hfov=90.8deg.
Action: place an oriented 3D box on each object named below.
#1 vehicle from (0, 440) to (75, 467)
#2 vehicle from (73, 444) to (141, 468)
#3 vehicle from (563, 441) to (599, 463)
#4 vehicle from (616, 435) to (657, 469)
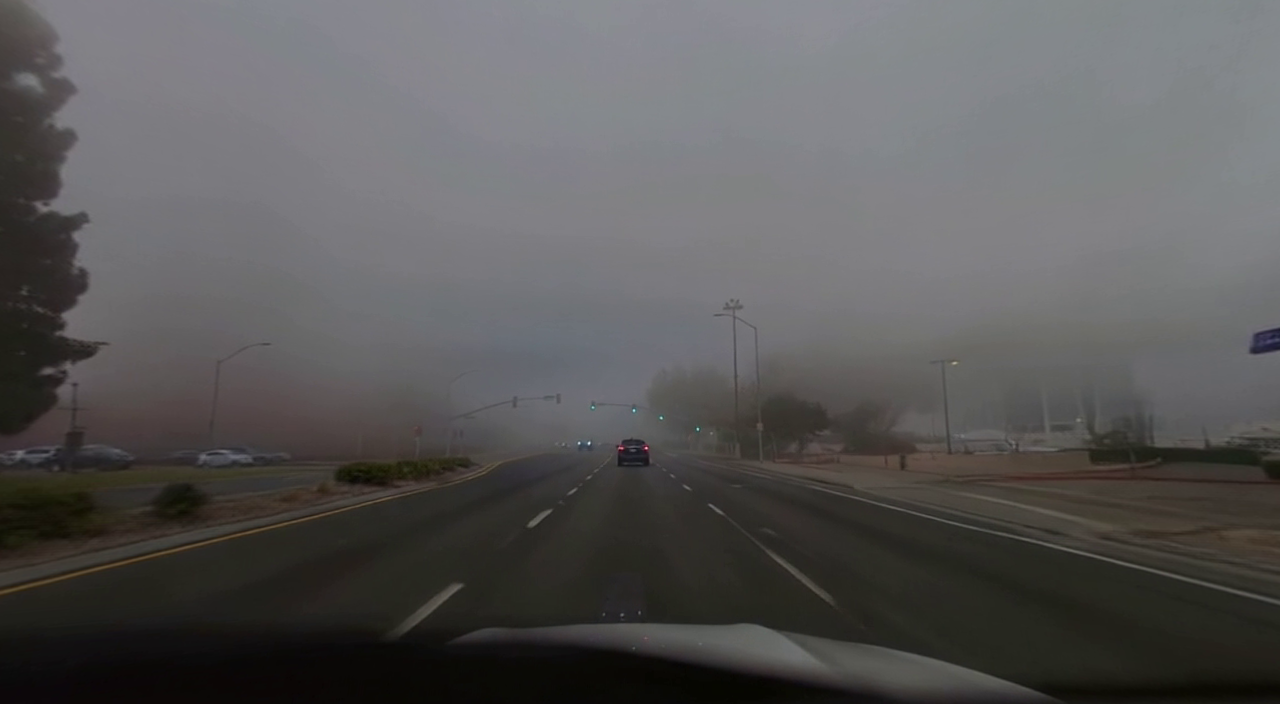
[{"bbox_3d":[-47.690,7.940,49.430,2.427,1.959,5.505,1,-9,-8],"label":"vehicle"},{"bbox_3d":[-39.862,7.783,47.431,2.271,1.687,4.754,3,-9,-19],"label":"vehicle"},{"bbox_3d":[-4.056,6.907,43.766,2.075,1.474,4.367,0,-9,0],"label":"vehicle"},{"bbox_3d":[-0.238,5.547,35.231,2.188,1.782,3.982,0,-9,-1],"label":"vehicle"}]
